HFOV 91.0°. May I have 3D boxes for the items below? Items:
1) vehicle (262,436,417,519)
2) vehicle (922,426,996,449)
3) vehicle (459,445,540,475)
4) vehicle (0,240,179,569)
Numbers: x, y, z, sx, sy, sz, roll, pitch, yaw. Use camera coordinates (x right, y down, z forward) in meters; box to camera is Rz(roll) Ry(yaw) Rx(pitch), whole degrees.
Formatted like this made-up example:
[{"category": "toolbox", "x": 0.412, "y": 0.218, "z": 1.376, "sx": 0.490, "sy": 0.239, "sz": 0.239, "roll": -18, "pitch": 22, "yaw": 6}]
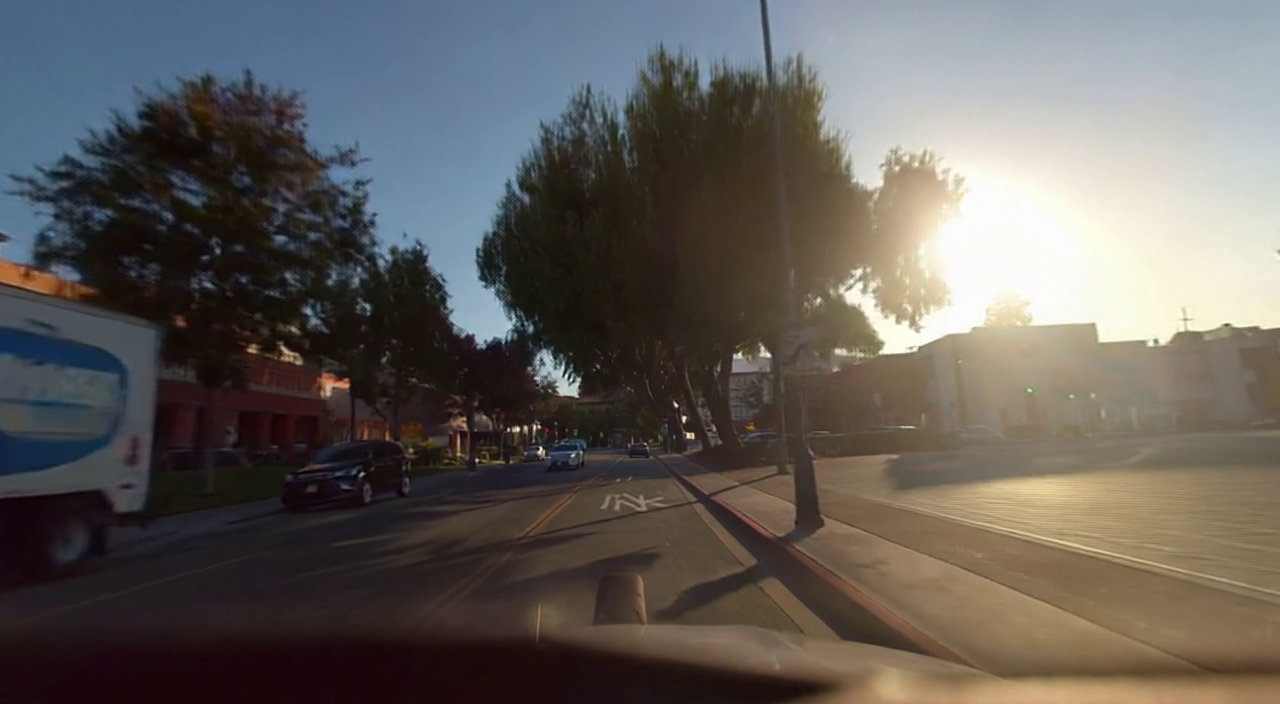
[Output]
[{"category": "vehicle", "x": -7.572, "y": 3.130, "z": 16.437, "sx": 1.950, "sy": 1.743, "sz": 4.312, "roll": -2, "pitch": -7, "yaw": 0}, {"category": "vehicle", "x": 23.530, "y": 6.352, "z": 46.527, "sx": 4.371, "sy": 1.614, "sz": 1.910, "roll": 1, "pitch": -9, "yaw": -3}, {"category": "vehicle", "x": -8.899, "y": 6.831, "z": 40.084, "sx": 1.879, "sy": 1.543, "sz": 4.778, "roll": -14, "pitch": -14, "yaw": 43}, {"category": "vehicle", "x": -8.831, "y": 0.361, "z": 4.119, "sx": 2.986, "sy": 3.768, "sz": 11.697, "roll": -6, "pitch": -6, "yaw": 0}]
